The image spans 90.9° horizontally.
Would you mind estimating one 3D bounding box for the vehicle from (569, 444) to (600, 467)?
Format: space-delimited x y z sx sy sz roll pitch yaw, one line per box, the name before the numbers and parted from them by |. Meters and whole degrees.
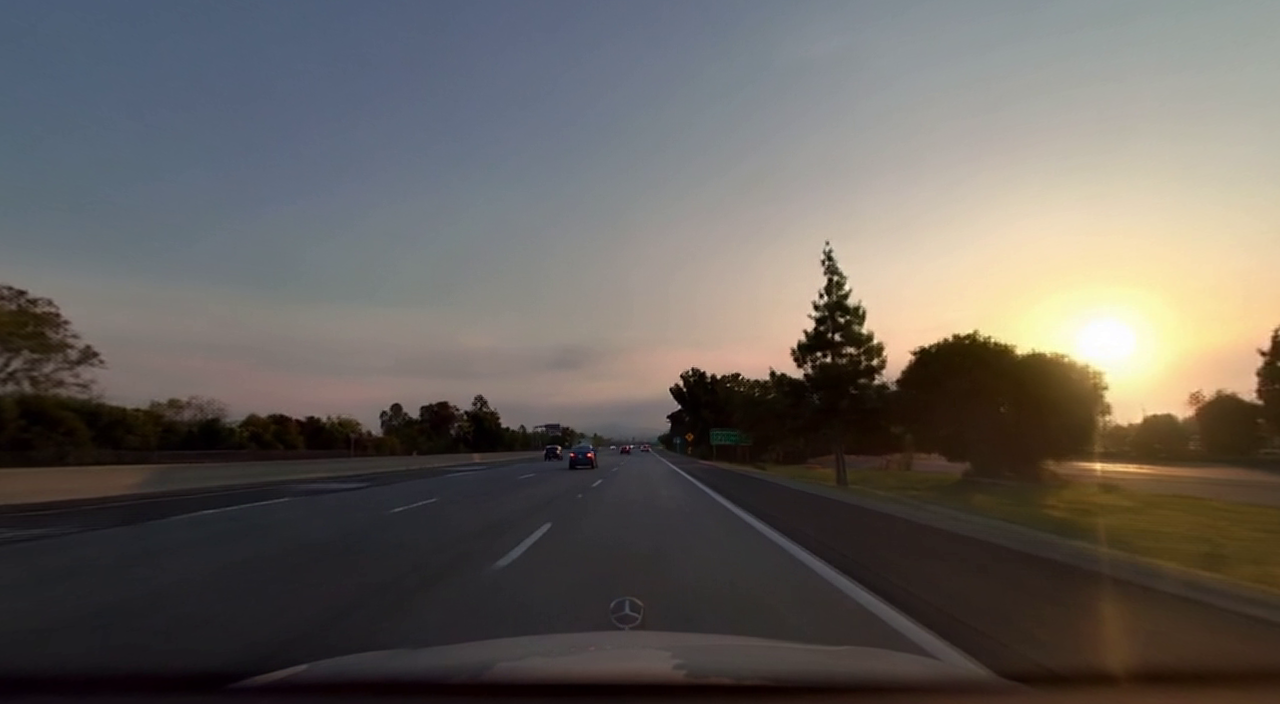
vehicle | -3.775 7.160 43.807 1.786 1.488 4.023 0 -9 0
